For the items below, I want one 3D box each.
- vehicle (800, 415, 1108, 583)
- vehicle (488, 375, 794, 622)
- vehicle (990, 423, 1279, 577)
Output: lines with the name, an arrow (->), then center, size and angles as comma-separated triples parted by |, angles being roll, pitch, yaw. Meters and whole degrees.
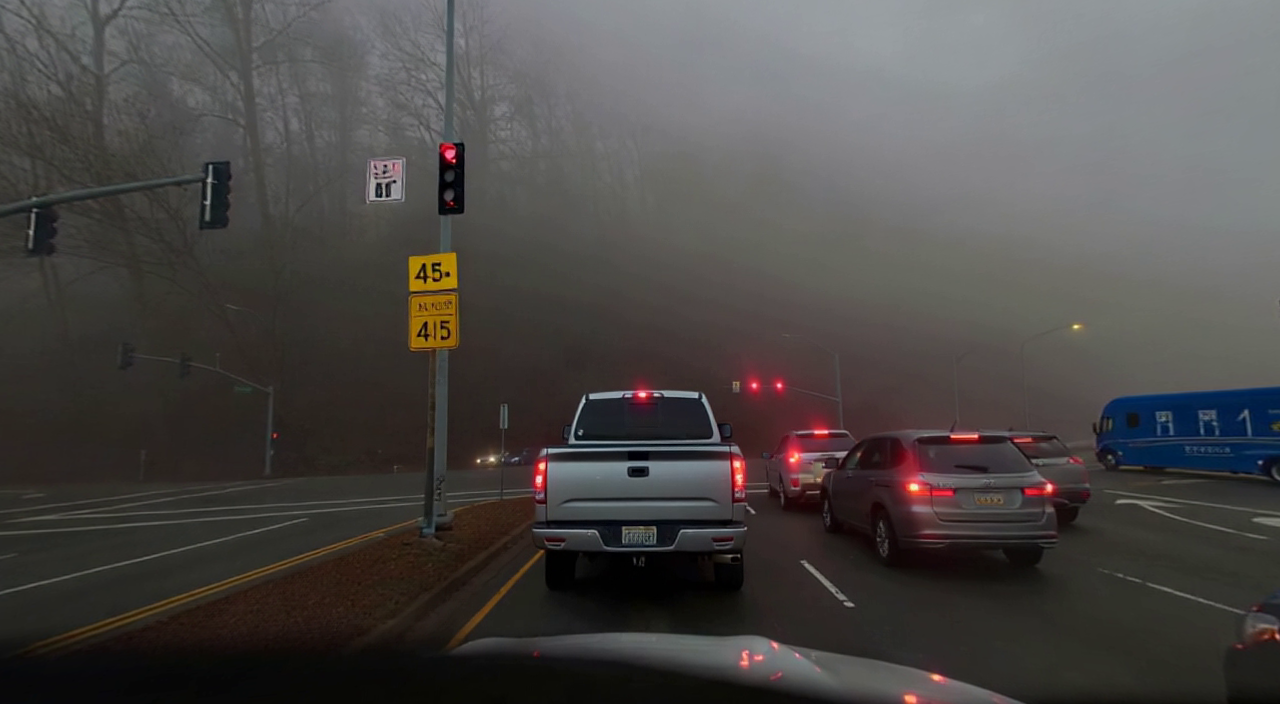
vehicle -> 3.569, 1.724, 8.197 | 1.981, 1.616, 4.006 | 0, -8, 1
vehicle -> 0.041, 1.478, 7.373 | 2.326, 1.880, 4.964 | 0, -8, 1
vehicle -> 6.832, 1.749, 8.295 | 1.973, 1.470, 4.228 | 0, -8, -1
